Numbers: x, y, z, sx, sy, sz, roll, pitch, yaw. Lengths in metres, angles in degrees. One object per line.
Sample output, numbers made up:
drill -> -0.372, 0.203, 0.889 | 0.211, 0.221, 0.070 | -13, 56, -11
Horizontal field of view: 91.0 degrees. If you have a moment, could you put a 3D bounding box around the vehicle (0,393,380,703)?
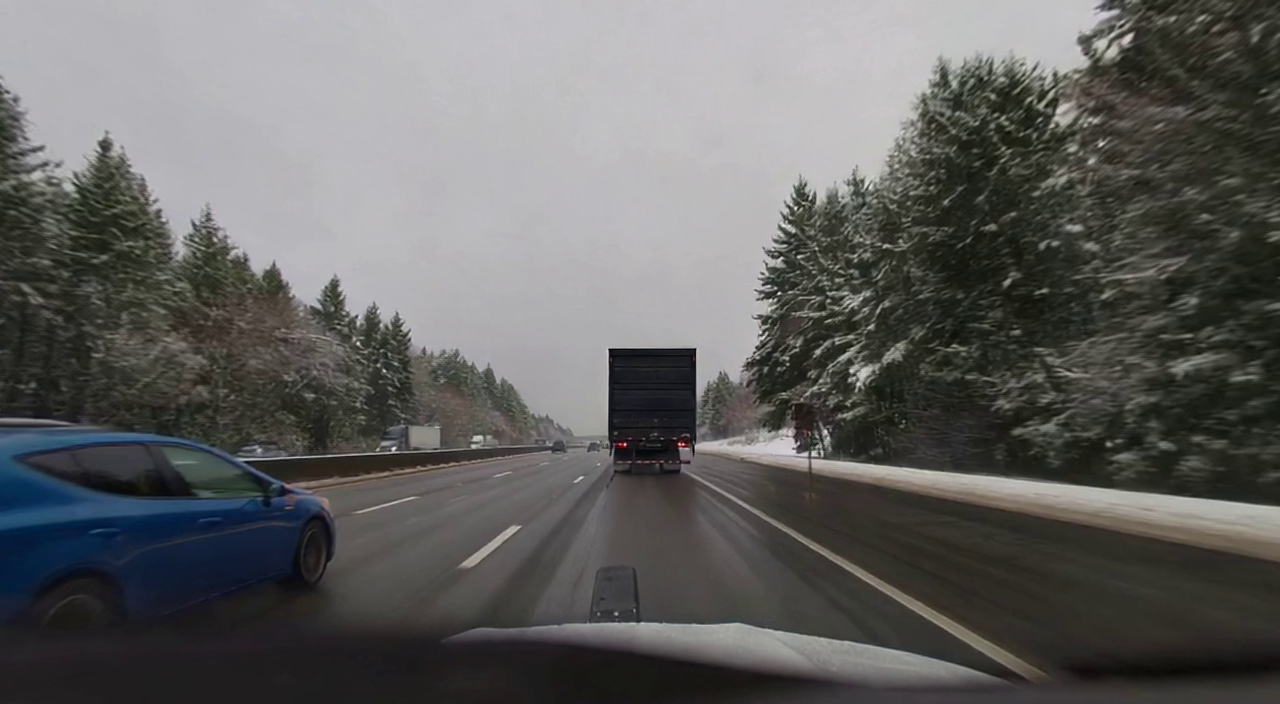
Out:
vehicle -> -3.539, 1.170, 4.117 | 1.854, 1.530, 4.268 | 0, -8, 0

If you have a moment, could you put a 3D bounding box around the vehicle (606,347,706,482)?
vehicle -> 0.472, 2.675, 24.949 | 3.073, 4.196, 10.546 | 0, -8, 0
